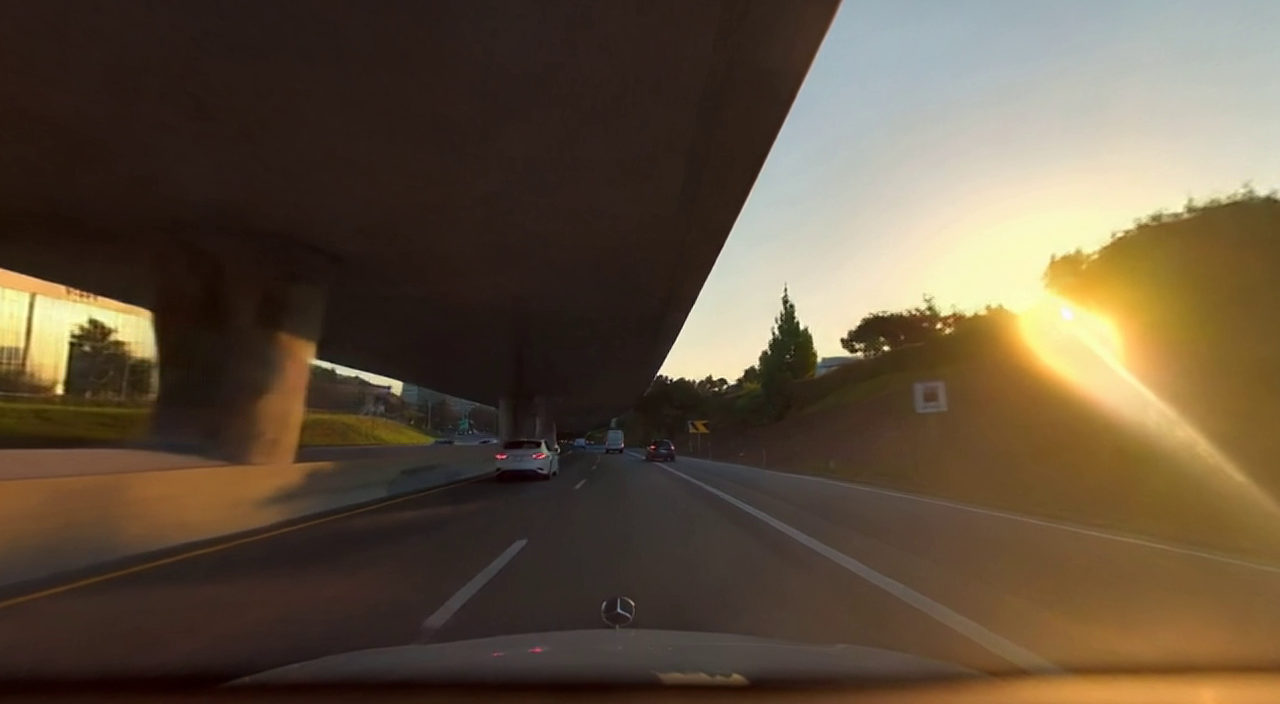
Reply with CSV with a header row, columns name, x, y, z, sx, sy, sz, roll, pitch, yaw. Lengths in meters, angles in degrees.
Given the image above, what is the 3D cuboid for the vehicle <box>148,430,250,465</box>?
name,x,y,z,sx,sy,sz,roll,pitch,yaw
vehicle,-26.091,5.680,37.449,2.151,1.906,4.729,-2,-8,9

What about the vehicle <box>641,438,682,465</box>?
name,x,y,z,sx,sy,sz,roll,pitch,yaw
vehicle,1.310,6.378,40.444,2.078,1.608,3.982,0,-8,-6

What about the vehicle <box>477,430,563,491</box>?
name,x,y,z,sx,sy,sz,roll,pitch,yaw
vehicle,-3.762,3.460,20.517,2.080,1.733,4.410,0,-8,-2
